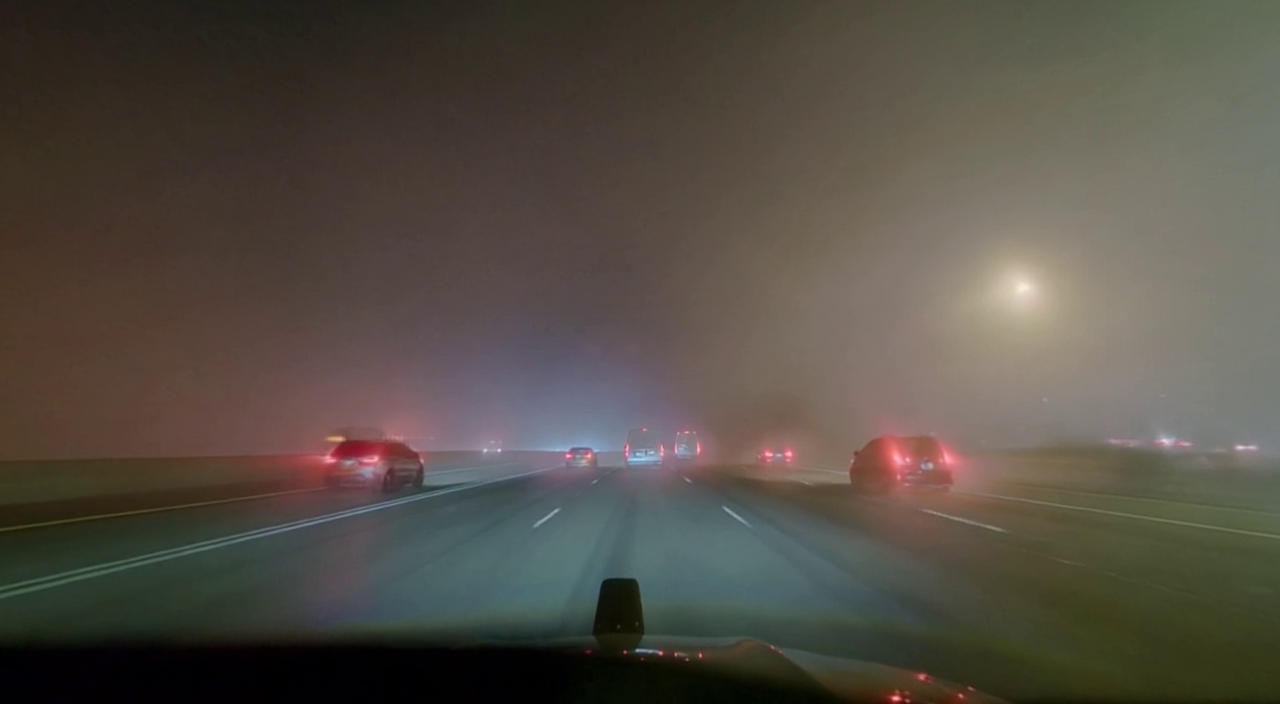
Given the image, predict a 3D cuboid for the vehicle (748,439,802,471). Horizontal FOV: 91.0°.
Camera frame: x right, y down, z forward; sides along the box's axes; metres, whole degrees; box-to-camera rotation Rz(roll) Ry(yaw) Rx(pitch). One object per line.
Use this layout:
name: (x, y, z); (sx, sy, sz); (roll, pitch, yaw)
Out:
vehicle: (7.995, 6.165, 37.913); (2.147, 1.808, 5.243); (0, -9, 0)

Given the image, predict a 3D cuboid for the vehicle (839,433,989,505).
vehicle: (7.197, 3.107, 17.186); (2.146, 1.678, 4.489); (0, -9, 2)

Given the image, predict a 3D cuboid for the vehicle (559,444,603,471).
vehicle: (-3.610, 6.533, 39.216); (2.173, 1.542, 4.781); (0, -9, 1)

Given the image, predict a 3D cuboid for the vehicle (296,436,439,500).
vehicle: (-7.710, 3.315, 18.432); (2.108, 1.619, 4.548); (0, -8, 1)

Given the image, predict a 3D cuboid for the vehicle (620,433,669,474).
vehicle: (0.257, 5.509, 34.433); (2.509, 2.062, 4.639); (0, -9, 0)
